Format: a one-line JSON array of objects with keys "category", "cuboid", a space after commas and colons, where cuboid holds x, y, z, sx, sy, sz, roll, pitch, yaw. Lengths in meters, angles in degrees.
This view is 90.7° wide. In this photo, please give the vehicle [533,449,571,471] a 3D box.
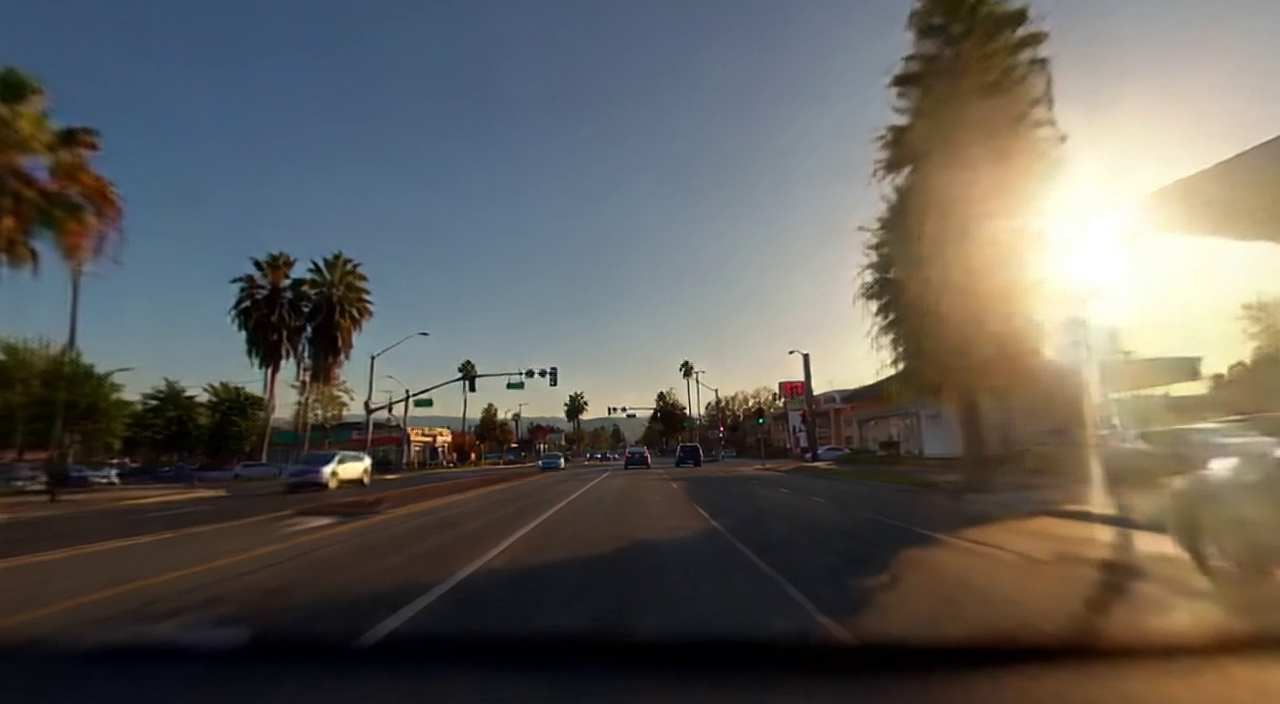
[{"category": "vehicle", "cuboid": [-6.204, 7.680, 45.191, 1.979, 1.480, 4.553, 0, -9, 1]}]

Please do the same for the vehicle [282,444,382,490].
[{"category": "vehicle", "cuboid": [-13.311, 4.974, 27.724, 2.111, 1.791, 4.542, 0, -9, 0]}]

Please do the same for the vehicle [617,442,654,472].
[{"category": "vehicle", "cuboid": [-0.271, 6.637, 40.174, 2.177, 1.754, 3.815, 0, -9, 0]}]

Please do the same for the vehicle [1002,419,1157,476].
[{"category": "vehicle", "cuboid": [15.895, 3.503, 23.304, 2.144, 1.816, 4.688, -1, -8, -2]}]

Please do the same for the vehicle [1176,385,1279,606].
[{"category": "vehicle", "cuboid": [6.360, 0.951, 3.692, 2.066, 1.807, 4.893, 0, -9, -1]}]

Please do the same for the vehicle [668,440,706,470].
[{"category": "vehicle", "cuboid": [3.160, 7.099, 43.804, 2.190, 1.913, 5.174, 0, -9, -1]}]
